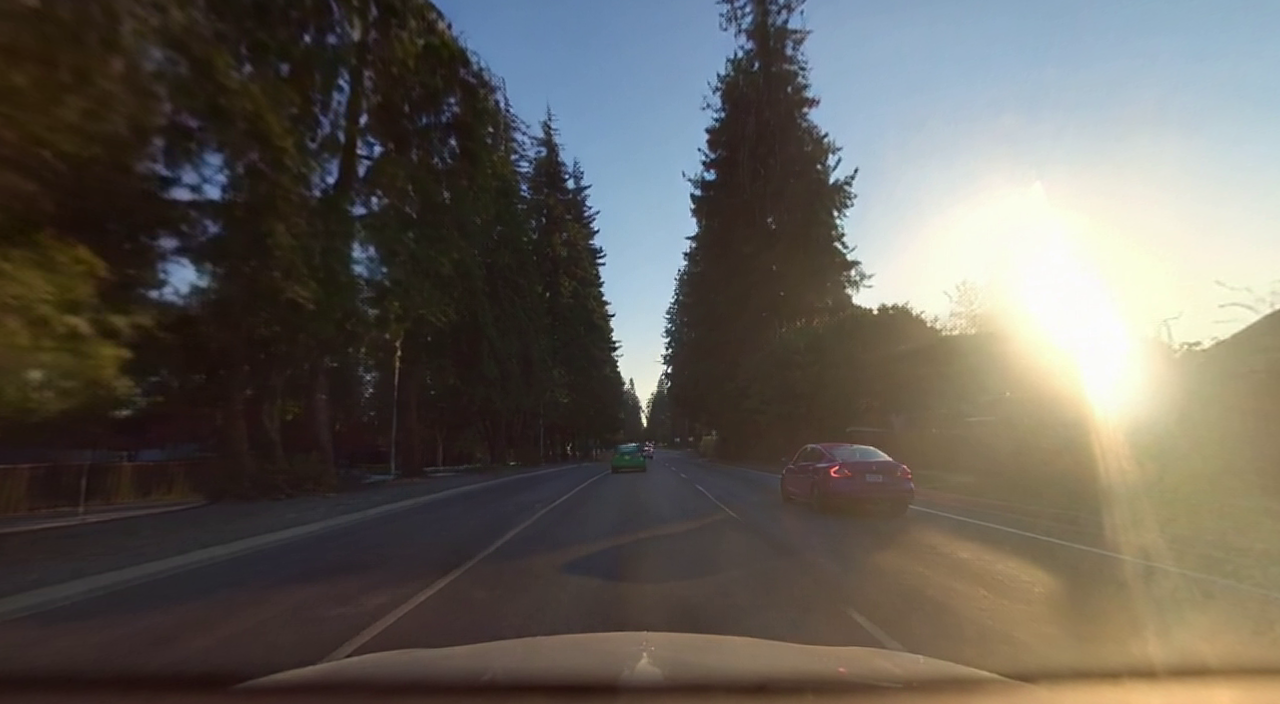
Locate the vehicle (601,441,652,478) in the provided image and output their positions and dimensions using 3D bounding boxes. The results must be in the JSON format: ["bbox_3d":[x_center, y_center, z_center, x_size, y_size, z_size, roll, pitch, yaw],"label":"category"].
[{"bbox_3d":[-0.549,4.990,29.724,2.206,1.525,4.695,-1,-8,1],"label":"vehicle"}]

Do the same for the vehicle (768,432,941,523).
[{"bbox_3d":[4.111,2.446,13.000,1.943,1.471,4.515,-1,-8,0],"label":"vehicle"}]
